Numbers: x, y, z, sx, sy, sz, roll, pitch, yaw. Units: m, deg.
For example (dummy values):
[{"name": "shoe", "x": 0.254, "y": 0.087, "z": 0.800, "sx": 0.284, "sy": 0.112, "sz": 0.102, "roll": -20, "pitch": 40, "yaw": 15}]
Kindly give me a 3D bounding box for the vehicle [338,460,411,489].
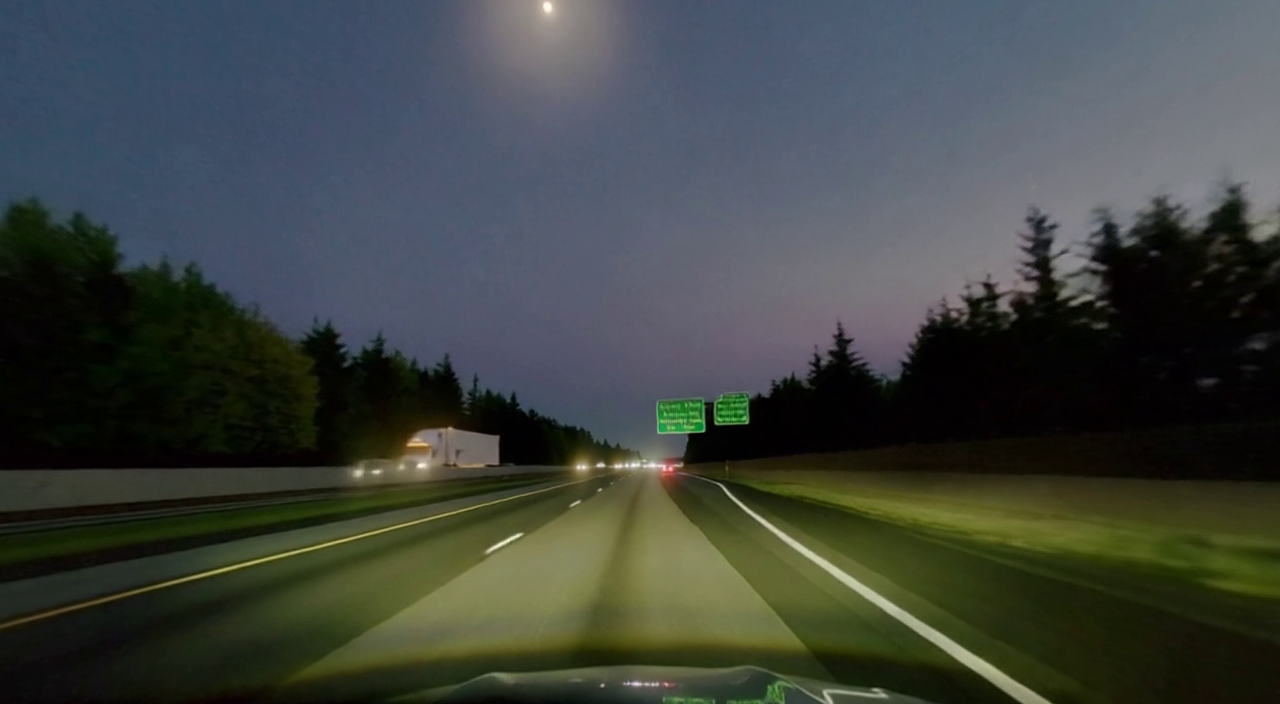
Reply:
[{"name": "vehicle", "x": -14.125, "y": 6.553, "z": 33.836, "sx": 1.820, "sy": 1.420, "sz": 4.348, "roll": 0, "pitch": -10, "yaw": 3}]
